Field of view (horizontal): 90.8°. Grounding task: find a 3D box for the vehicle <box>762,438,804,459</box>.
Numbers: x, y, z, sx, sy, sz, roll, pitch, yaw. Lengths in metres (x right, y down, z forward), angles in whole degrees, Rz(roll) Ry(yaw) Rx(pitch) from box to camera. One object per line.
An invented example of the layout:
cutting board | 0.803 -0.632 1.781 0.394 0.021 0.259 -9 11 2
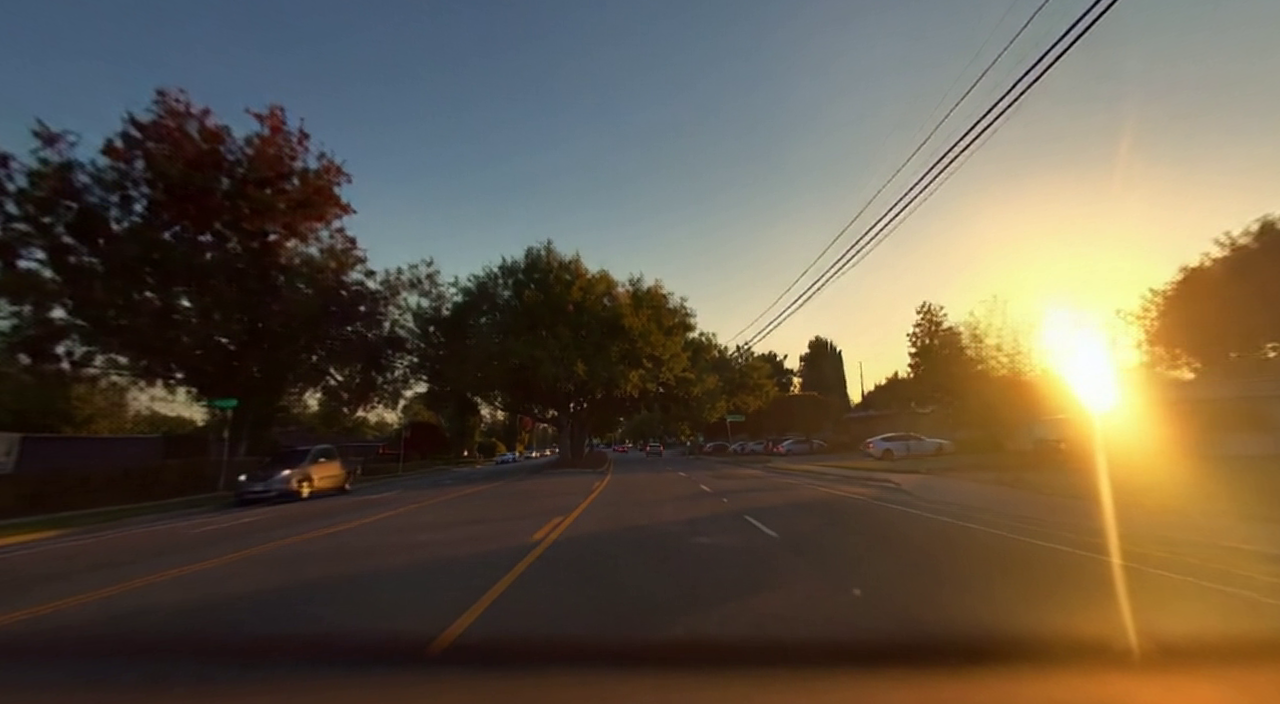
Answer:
vehicle | 10.416 7.051 46.396 1.847 1.455 4.650 0 -8 -1

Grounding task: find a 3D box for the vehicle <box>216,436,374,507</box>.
vehicle | -11.258 3.960 21.230 2.347 1.960 5.167 -2 -10 0

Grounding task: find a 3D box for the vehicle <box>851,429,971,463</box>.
vehicle | 12.860 4.484 30.166 4.767 1.557 1.994 0 -8 -2

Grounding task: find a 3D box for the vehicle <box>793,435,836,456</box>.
vehicle | 12.912 6.933 46.919 1.889 1.499 4.218 0 -8 -2

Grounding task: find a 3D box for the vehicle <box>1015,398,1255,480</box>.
vehicle | 13.555 2.420 17.562 4.793 1.744 2.055 -5 -8 0
